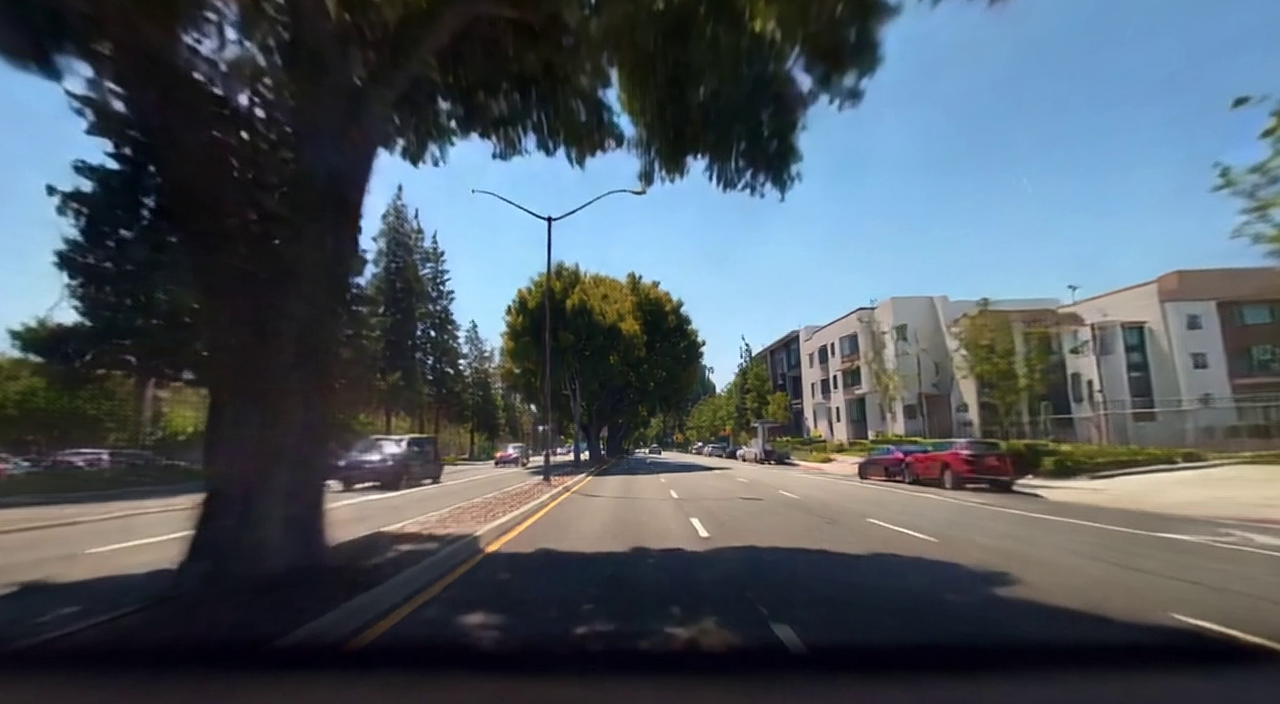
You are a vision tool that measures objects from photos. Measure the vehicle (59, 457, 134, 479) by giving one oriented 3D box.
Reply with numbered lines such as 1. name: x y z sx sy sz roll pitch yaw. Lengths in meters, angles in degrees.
1. vehicle: -41.037 8.747 47.833 2.016 1.430 4.269 -3 -8 -2

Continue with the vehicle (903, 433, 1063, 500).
1. vehicle: 10.238 3.439 19.477 2.043 1.761 5.022 0 -8 -1

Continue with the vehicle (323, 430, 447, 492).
1. vehicle: -8.752 3.768 22.276 2.212 1.904 4.986 0 -8 1

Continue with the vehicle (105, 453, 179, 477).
1. vehicle: -38.211 8.655 48.582 1.943 1.644 4.418 0 -8 2

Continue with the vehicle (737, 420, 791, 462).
1. vehicle: 9.467 6.986 49.200 2.670 3.016 7.732 0 -9 0

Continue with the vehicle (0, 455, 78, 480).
1. vehicle: -46.182 8.825 48.398 1.943 1.705 4.610 0 -8 1

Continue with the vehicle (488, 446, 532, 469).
1. vehicle: -9.094 7.425 44.584 2.001 1.477 4.754 0 -8 1
